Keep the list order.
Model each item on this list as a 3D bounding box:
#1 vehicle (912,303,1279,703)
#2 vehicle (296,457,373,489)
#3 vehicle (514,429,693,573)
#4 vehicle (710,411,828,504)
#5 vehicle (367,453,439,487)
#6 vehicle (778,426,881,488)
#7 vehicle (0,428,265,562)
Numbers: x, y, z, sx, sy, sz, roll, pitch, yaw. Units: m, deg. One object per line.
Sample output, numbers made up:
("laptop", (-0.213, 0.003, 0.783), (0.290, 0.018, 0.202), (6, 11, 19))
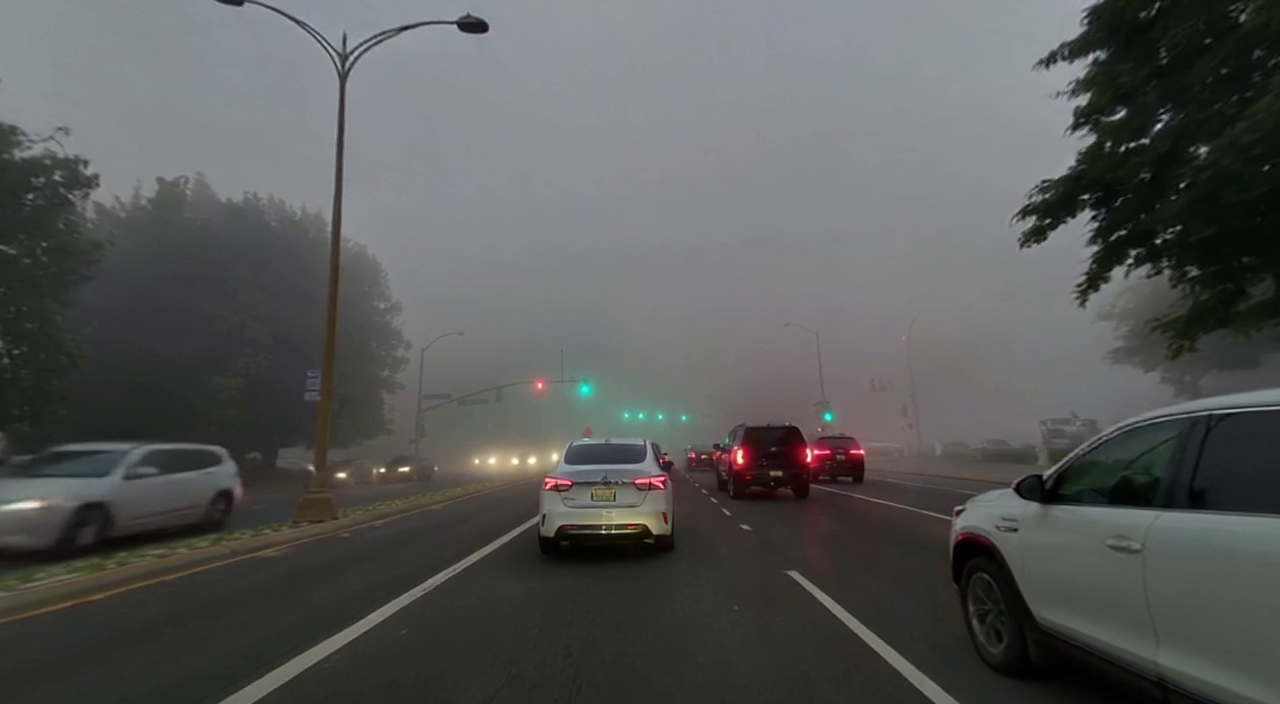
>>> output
("vehicle", (3.257, 0.936, 2.977), (1.982, 1.960, 4.427), (0, -8, 1))
("vehicle", (-16.101, 6.359, 33.321), (1.853, 1.485, 4.221), (0, -8, 1))
("vehicle", (-0.405, 2.066, 9.503), (2.111, 1.676, 4.018), (0, -8, 1))
("vehicle", (3.802, 3.254, 19.818), (2.516, 2.481, 5.766), (0, -8, 0))
("vehicle", (-12.316, 6.138, 32.972), (1.926, 1.598, 4.509), (0, -9, 2))
("vehicle", (7.497, 4.230, 25.604), (2.627, 2.252, 5.236), (0, -8, 1))
("vehicle", (-9.483, 2.481, 11.753), (1.979, 1.987, 4.542), (0, -9, 1))
